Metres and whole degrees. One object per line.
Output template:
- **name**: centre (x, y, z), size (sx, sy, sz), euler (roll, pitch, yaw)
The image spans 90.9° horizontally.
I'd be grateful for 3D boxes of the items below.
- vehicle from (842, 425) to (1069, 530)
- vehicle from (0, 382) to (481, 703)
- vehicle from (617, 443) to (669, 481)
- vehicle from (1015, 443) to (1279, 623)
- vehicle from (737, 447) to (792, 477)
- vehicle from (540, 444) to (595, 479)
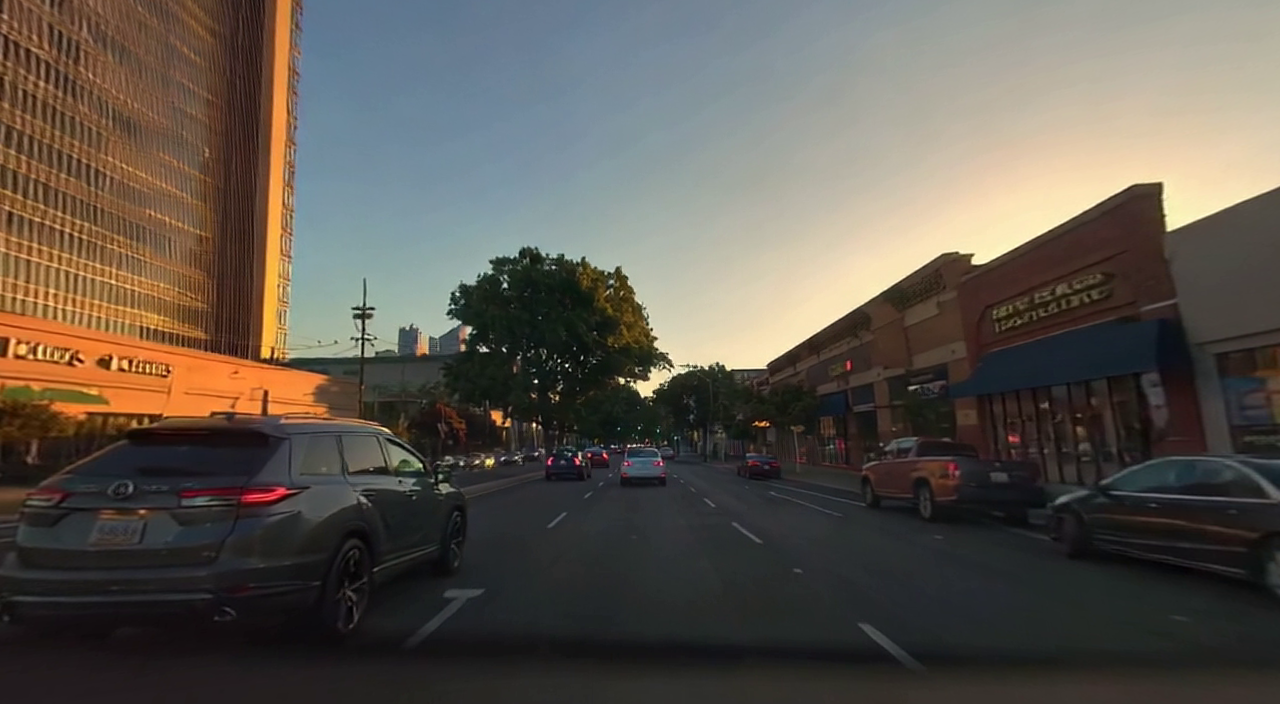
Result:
- **vehicle**: centre (6.332, 2.571, 13.587), size (2.159, 1.817, 5.056), euler (0, -9, -2)
- **vehicle**: centre (-3.000, 1.308, 5.413), size (2.049, 1.646, 4.445), euler (0, -9, 1)
- **vehicle**: centre (0.118, 4.656, 26.928), size (2.037, 1.484, 4.073), euler (0, -9, 0)
- **vehicle**: centre (6.235, 1.691, 6.552), size (1.944, 1.462, 4.406), euler (0, -9, 0)
- **vehicle**: centre (6.689, 5.930, 34.281), size (2.014, 1.495, 4.562), euler (0, -9, -1)
- **vehicle**: centre (-3.219, 4.955, 28.768), size (1.950, 1.450, 4.257), euler (0, -9, 1)
